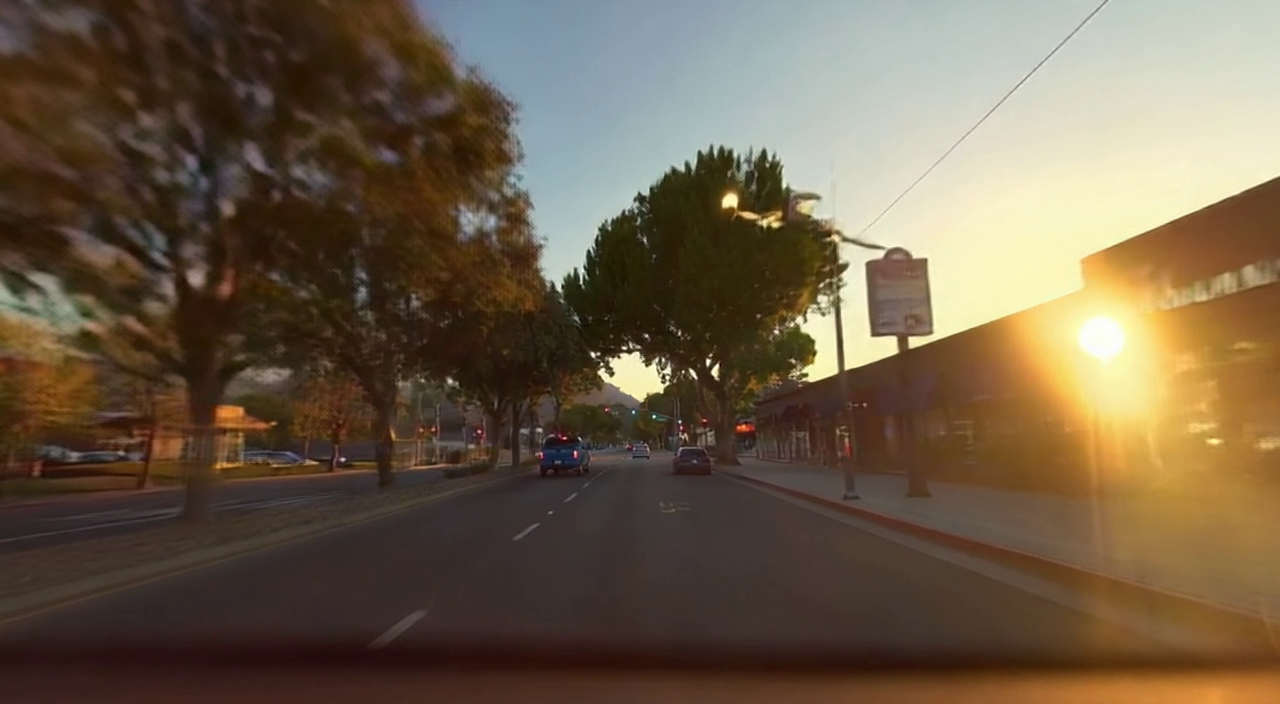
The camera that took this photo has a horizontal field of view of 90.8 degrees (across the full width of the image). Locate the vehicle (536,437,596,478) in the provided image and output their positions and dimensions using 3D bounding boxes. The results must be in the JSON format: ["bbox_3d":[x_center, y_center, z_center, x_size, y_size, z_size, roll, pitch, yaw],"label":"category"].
[{"bbox_3d":[-3.453,5.049,30.583,2.464,1.777,5.128,0,-9,-2],"label":"vehicle"}]

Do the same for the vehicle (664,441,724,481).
[{"bbox_3d":[2.135,4.476,26.133,2.103,1.487,4.101,0,-9,0],"label":"vehicle"}]
